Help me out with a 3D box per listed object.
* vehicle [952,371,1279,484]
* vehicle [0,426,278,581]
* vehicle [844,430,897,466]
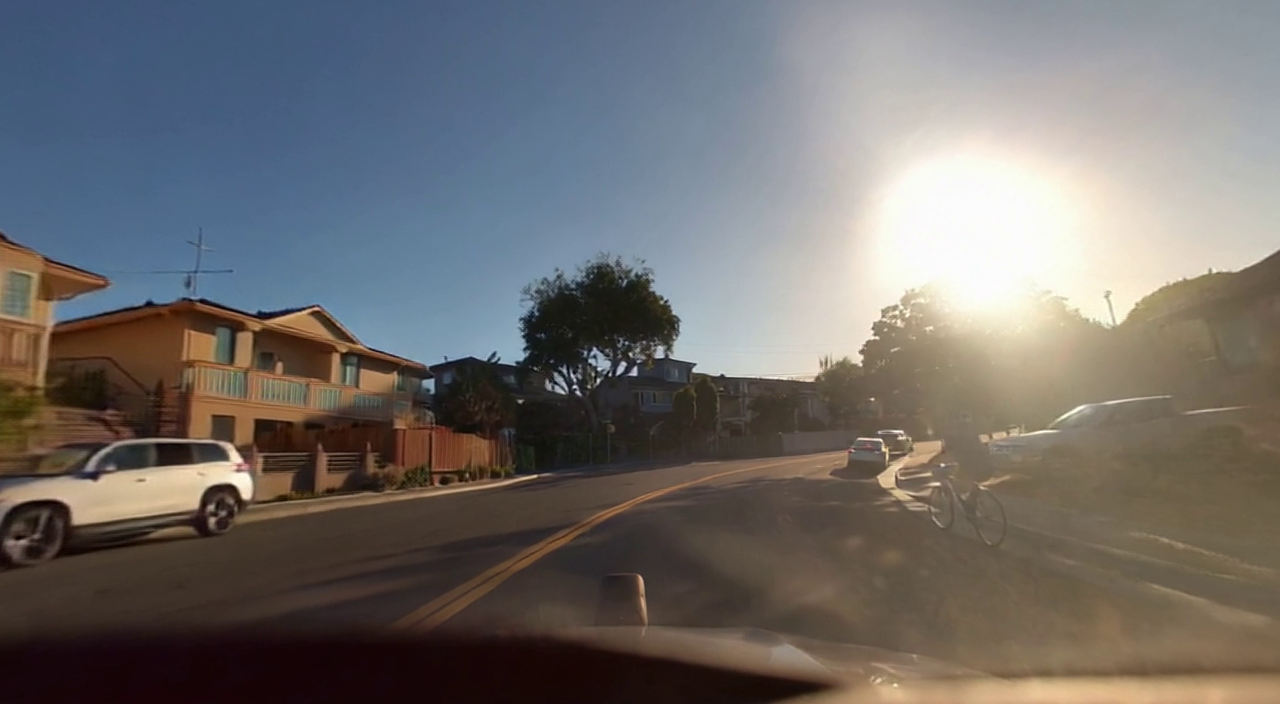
[{"bbox_3d":[11.372,1.890,15.397,6.099,1.973,2.450,-7,-9,9],"label":"vehicle"},{"bbox_3d":[-7.630,1.962,8.960,1.937,1.670,4.391,-1,-9,8],"label":"vehicle"},{"bbox_3d":[11.951,4.965,32.615,2.105,1.705,4.392,-4,-9,25],"label":"vehicle"}]
